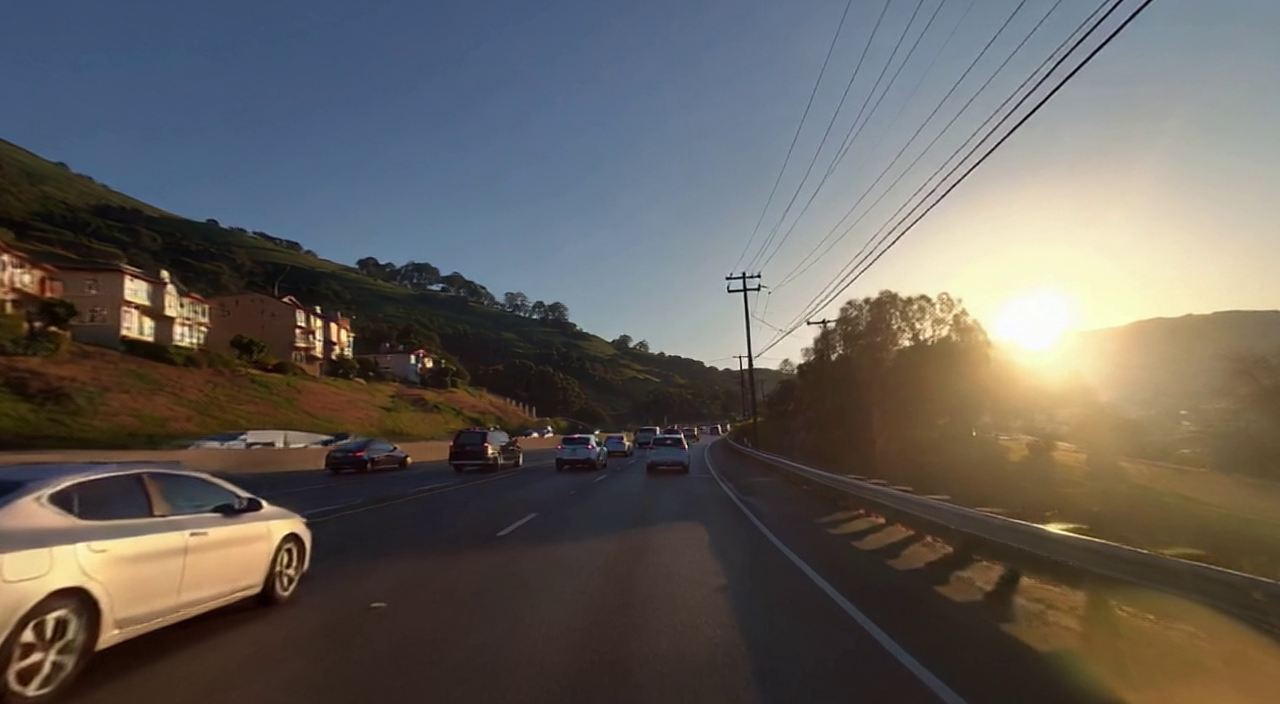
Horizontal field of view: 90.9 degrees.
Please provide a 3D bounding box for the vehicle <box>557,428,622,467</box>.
[{"bbox_3d":[-2.195,4.381,28.918,2.121,1.639,4.383,-1,-9,7],"label":"vehicle"}]

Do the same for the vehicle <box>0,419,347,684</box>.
[{"bbox_3d":[-4.523,1.342,5.002,1.956,1.478,4.789,-1,-8,2],"label":"vehicle"}]

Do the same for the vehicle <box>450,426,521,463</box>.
[{"bbox_3d":[-8.173,4.952,33.850,2.080,1.833,4.461,-2,-9,9],"label":"vehicle"}]

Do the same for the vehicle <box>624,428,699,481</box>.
[{"bbox_3d":[0.741,3.187,19.795,2.109,1.495,3.935,-1,-8,4],"label":"vehicle"}]

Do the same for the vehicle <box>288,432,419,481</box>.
[{"bbox_3d":[-9.567,3.541,21.551,1.959,1.469,4.450,-1,-9,8],"label":"vehicle"}]
